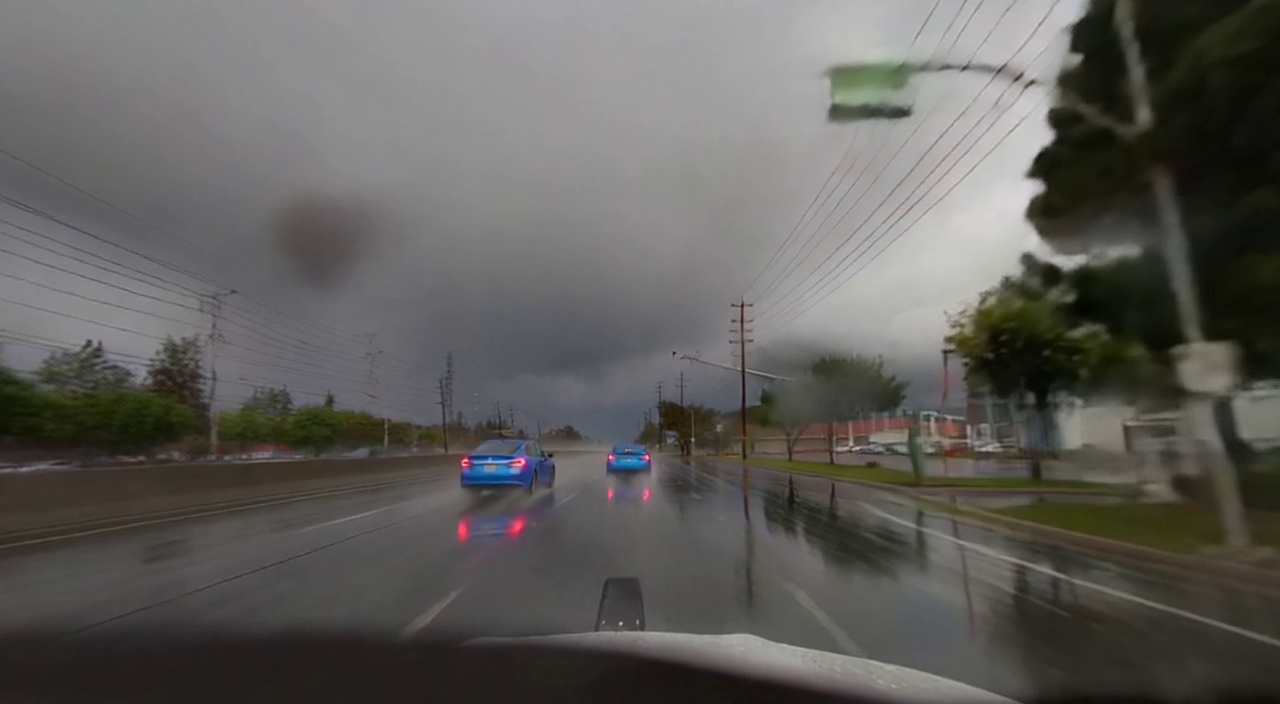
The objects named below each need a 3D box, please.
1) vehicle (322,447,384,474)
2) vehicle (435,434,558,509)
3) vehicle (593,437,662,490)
[{"bbox_3d":[-19.482,7.387,43.154,2.040,1.696,4.591,0,-8,0],"label":"vehicle"},{"bbox_3d":[-3.475,2.987,16.358,1.985,1.607,4.892,0,-8,1],"label":"vehicle"},{"bbox_3d":[-0.395,3.809,21.995,2.189,1.652,4.135,0,-8,0],"label":"vehicle"}]
